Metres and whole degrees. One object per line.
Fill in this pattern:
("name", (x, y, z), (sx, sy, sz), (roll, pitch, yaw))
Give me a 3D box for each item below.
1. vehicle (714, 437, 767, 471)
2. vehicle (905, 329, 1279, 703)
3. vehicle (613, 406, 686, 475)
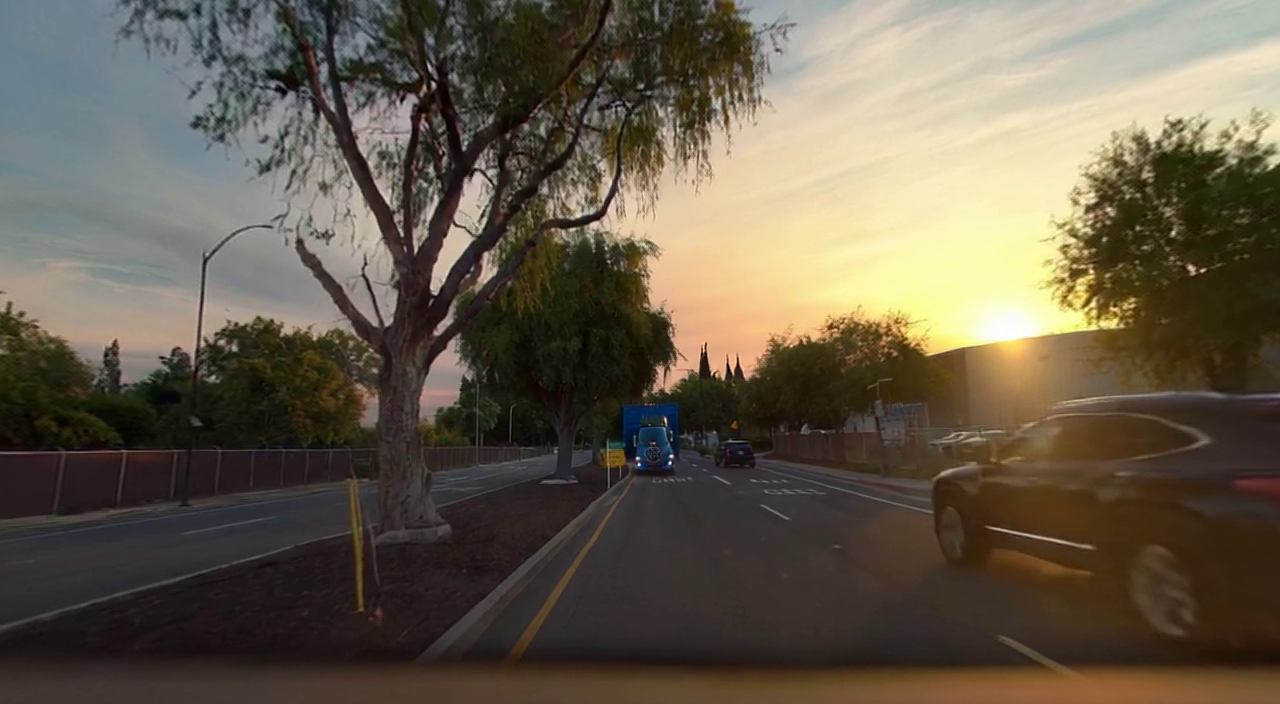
("vehicle", (5.324, 5.461, 33.944), (2.076, 1.661, 4.524), (0, -8, 0))
("vehicle", (4.239, 1.087, 4.682), (2.375, 1.857, 5.100), (0, -8, 1))
("vehicle", (0.531, 4.376, 31.024), (3.197, 2.963, 7.055), (0, -8, 2))
